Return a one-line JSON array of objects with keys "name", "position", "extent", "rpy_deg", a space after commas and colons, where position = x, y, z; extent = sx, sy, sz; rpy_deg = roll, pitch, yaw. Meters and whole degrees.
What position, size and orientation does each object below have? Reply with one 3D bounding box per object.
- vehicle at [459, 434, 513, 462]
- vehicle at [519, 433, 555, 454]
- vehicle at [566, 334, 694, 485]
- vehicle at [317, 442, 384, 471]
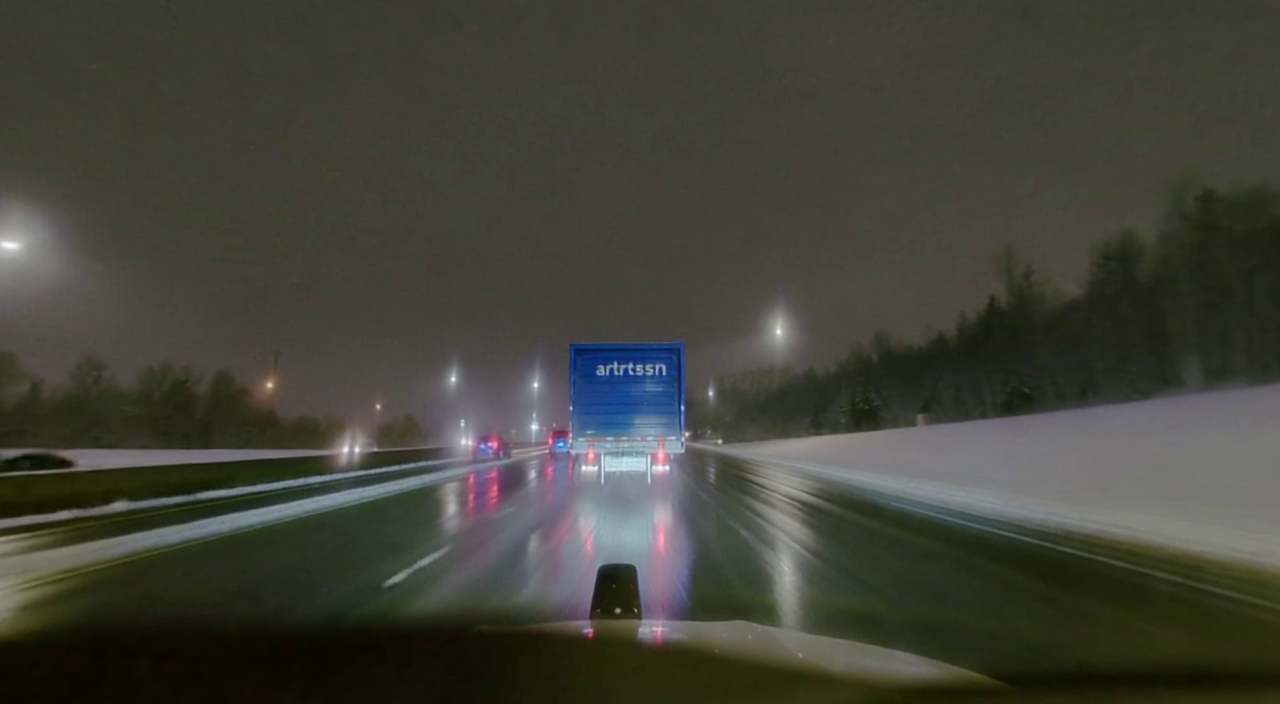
[{"name": "vehicle", "position": [-8.456, 5.283, 34.811], "extent": [1.940, 1.488, 3.976], "rpy_deg": [0, -8, 0]}, {"name": "vehicle", "position": [-8.027, 7.116, 49.179], "extent": [1.981, 1.574, 4.561], "rpy_deg": [0, -8, 1]}, {"name": "vehicle", "position": [-0.295, 2.250, 22.494], "extent": [3.442, 4.106, 10.719], "rpy_deg": [0, -8, 0]}, {"name": "vehicle", "position": [-16.394, 5.907, 35.824], "extent": [1.884, 1.465, 3.988], "rpy_deg": [0, -8, 0]}]
